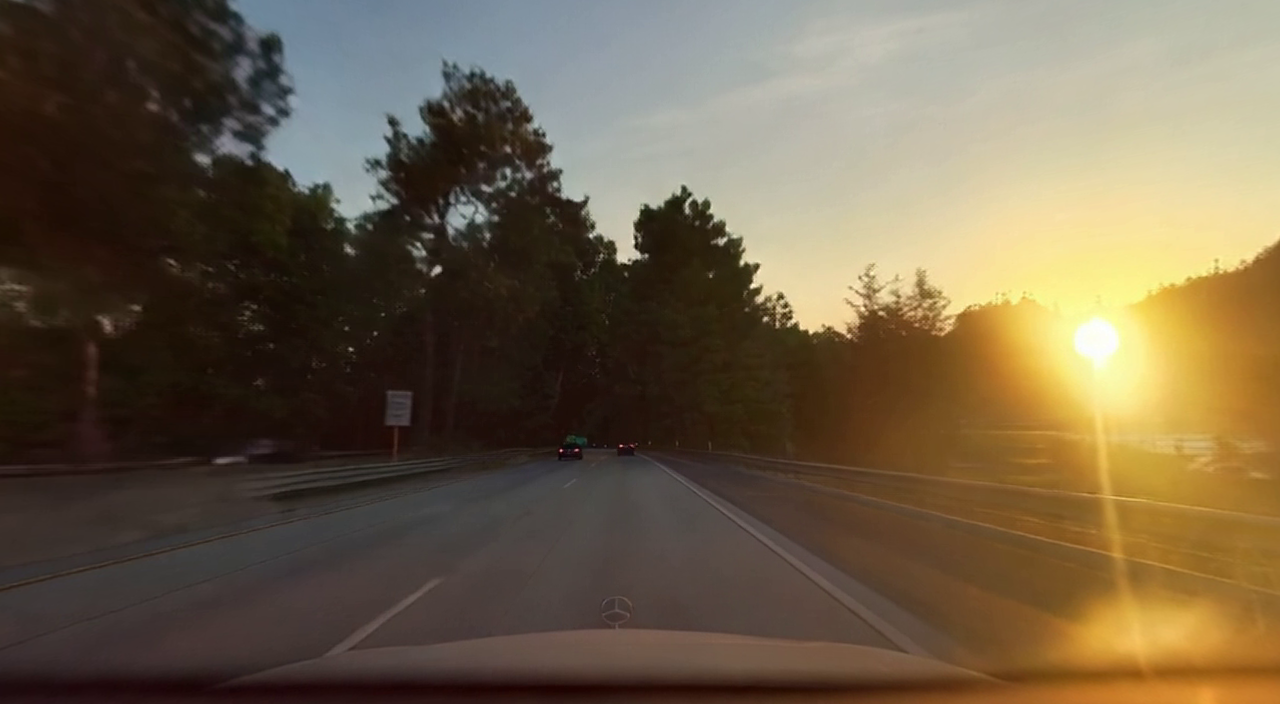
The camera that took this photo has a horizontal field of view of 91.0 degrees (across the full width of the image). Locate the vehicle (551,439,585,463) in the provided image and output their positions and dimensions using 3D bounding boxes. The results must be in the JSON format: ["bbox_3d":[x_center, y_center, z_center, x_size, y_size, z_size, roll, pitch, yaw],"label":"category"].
[{"bbox_3d":[-5.241,7.206,46.150,2.111,1.645,4.382,0,-8,-2],"label":"vehicle"}]

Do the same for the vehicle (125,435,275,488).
[{"bbox_3d":[-15.051,3.734,21.943,1.946,1.609,4.727,0,-8,-2],"label":"vehicle"}]
